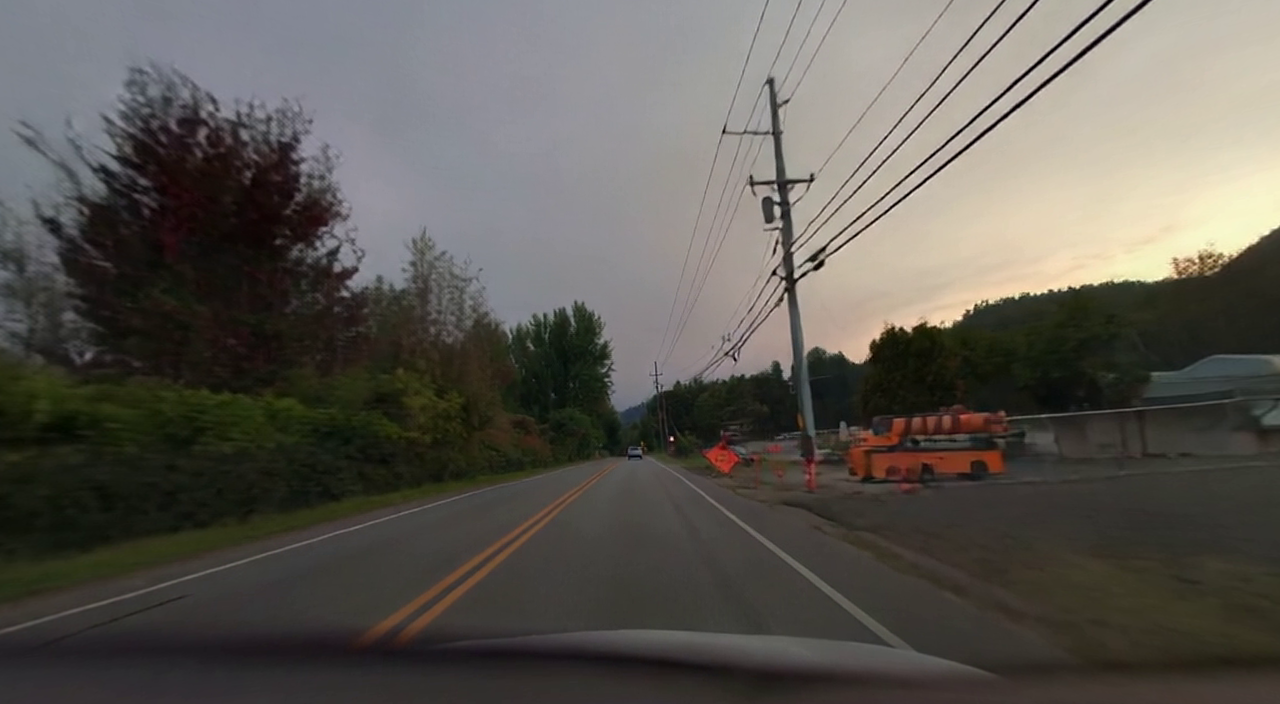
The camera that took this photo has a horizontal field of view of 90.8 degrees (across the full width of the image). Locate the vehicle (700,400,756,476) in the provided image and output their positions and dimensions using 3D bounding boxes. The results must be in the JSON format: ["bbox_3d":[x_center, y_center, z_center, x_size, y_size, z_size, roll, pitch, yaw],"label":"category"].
[{"bbox_3d":[3.986,3.932,28.989,2.374,3.357,1.724,0,-9,4],"label":"vehicle"}]
